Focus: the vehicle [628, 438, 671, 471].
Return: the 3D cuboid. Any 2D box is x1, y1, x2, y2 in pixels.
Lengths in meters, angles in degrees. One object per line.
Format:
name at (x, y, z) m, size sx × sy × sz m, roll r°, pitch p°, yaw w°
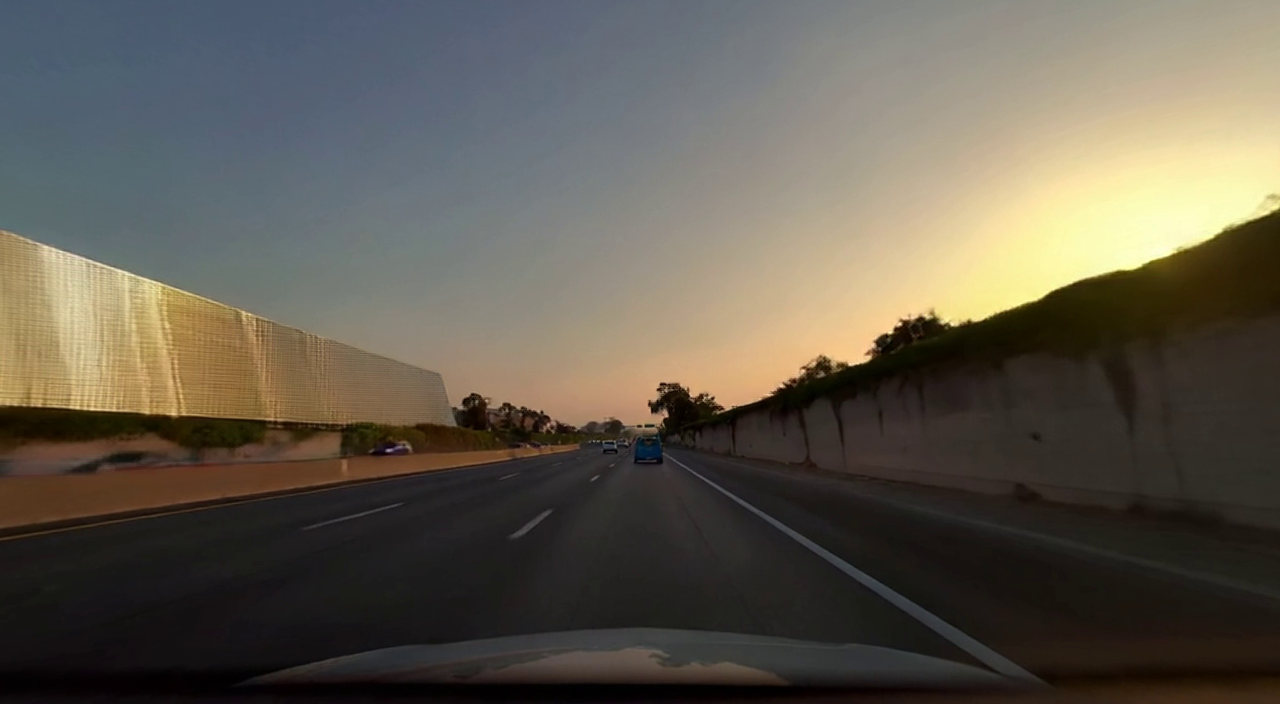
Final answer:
vehicle at (0.457, 5.003, 30.887) m, size 1.997 × 1.484 × 3.409 m, roll 0°, pitch -8°, yaw 1°
